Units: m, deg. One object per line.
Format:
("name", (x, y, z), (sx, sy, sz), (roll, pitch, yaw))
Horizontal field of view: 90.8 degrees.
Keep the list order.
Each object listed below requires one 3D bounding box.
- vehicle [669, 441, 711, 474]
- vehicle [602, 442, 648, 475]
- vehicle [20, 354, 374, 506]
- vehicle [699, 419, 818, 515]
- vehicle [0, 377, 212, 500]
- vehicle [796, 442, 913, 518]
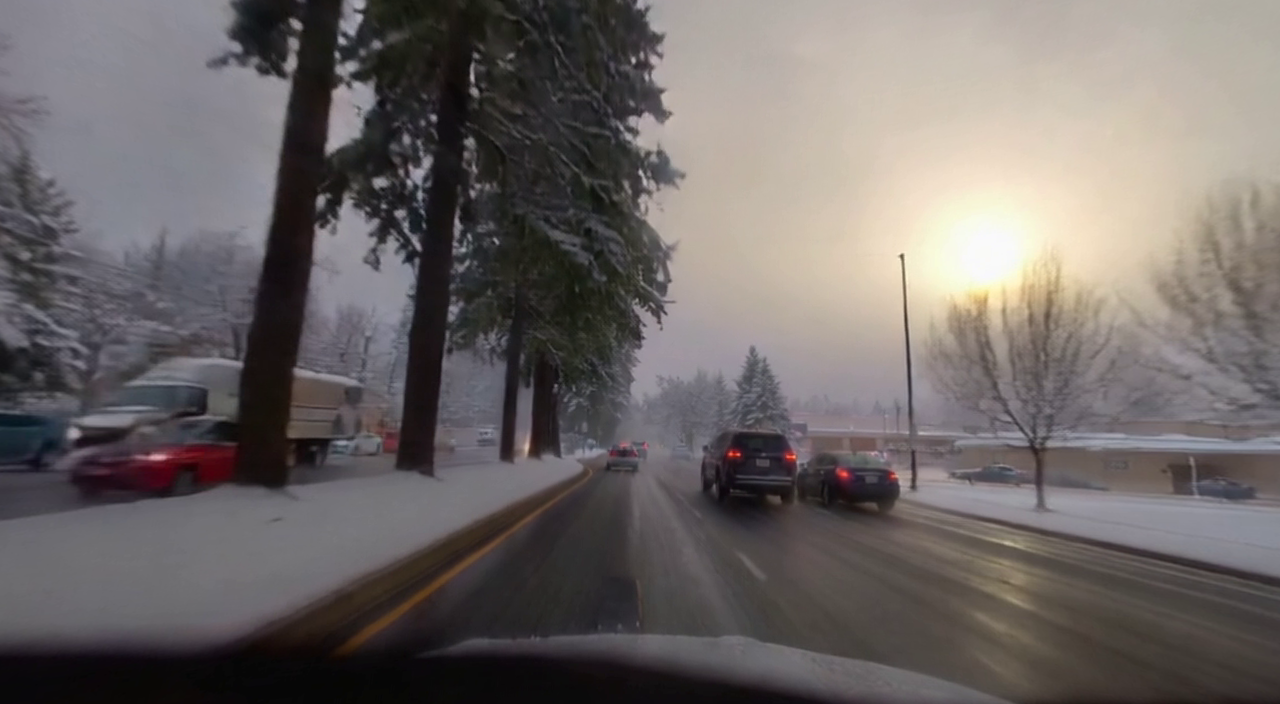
("vehicle", (2.781, 5.948, 35.852), (1.922, 1.708, 4.126), (0, -9, -2))
("vehicle", (-0.693, 5.136, 30.648), (2.119, 1.460, 3.847), (0, -9, 0))
("vehicle", (-11.557, 2.099, 18.539), (2.947, 3.206, 10.111), (0, -5, 1))
("vehicle", (2.813, 2.823, 15.924), (2.035, 1.940, 4.299), (3, -9, -1))
("vehicle", (-8.962, 1.325, 9.491), (1.981, 1.514, 4.323), (0, -9, 0))
("vehicle", (6.277, 3.738, 19.031), (1.913, 1.777, 4.269), (7, -9, 0))
